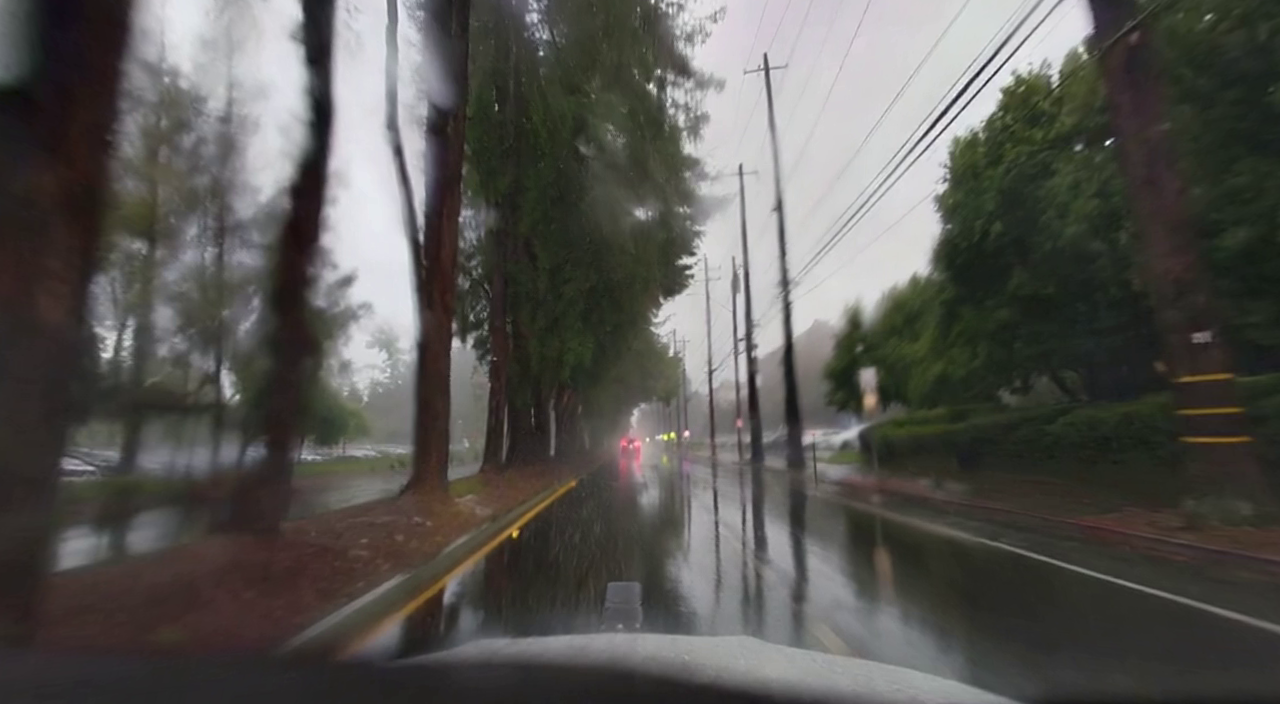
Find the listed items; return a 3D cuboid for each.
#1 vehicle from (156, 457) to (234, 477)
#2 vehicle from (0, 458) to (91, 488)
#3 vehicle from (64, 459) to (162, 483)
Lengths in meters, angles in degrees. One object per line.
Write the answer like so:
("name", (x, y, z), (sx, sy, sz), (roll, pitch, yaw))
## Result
("vehicle", (-34.252, 8.845, 48.739), (4.499, 1.448, 1.915), (0, -8, -3))
("vehicle", (-33.945, 6.786, 35.550), (4.280, 1.535, 1.888), (-1, -9, 0))
("vehicle", (-33.939, 7.686, 40.783), (4.581, 1.402, 1.921), (0, -8, -1))
